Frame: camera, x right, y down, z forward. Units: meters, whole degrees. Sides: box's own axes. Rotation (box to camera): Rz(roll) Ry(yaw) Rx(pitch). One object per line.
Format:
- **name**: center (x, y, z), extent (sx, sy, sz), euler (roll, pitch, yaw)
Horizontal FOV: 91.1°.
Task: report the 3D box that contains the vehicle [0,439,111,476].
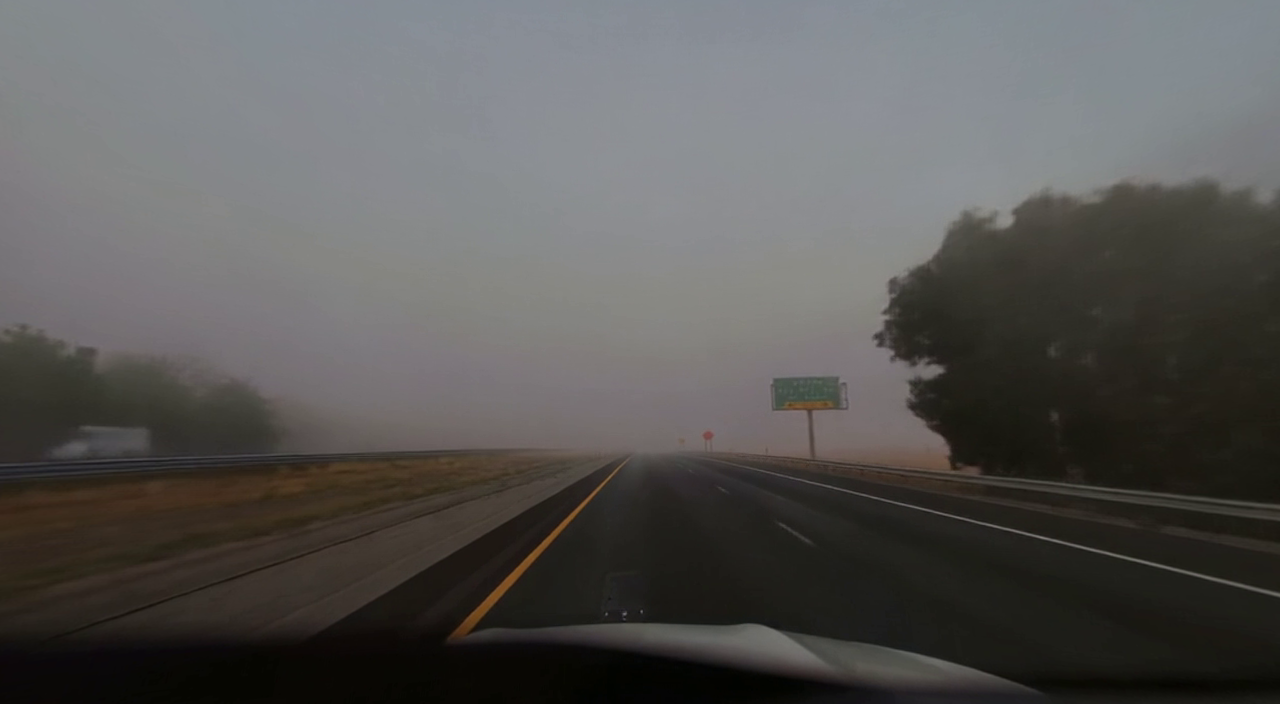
- **vehicle**: center (-32.183, 5.736, 34.423), extent (2.055, 1.878, 4.749), euler (0, -8, 1)
